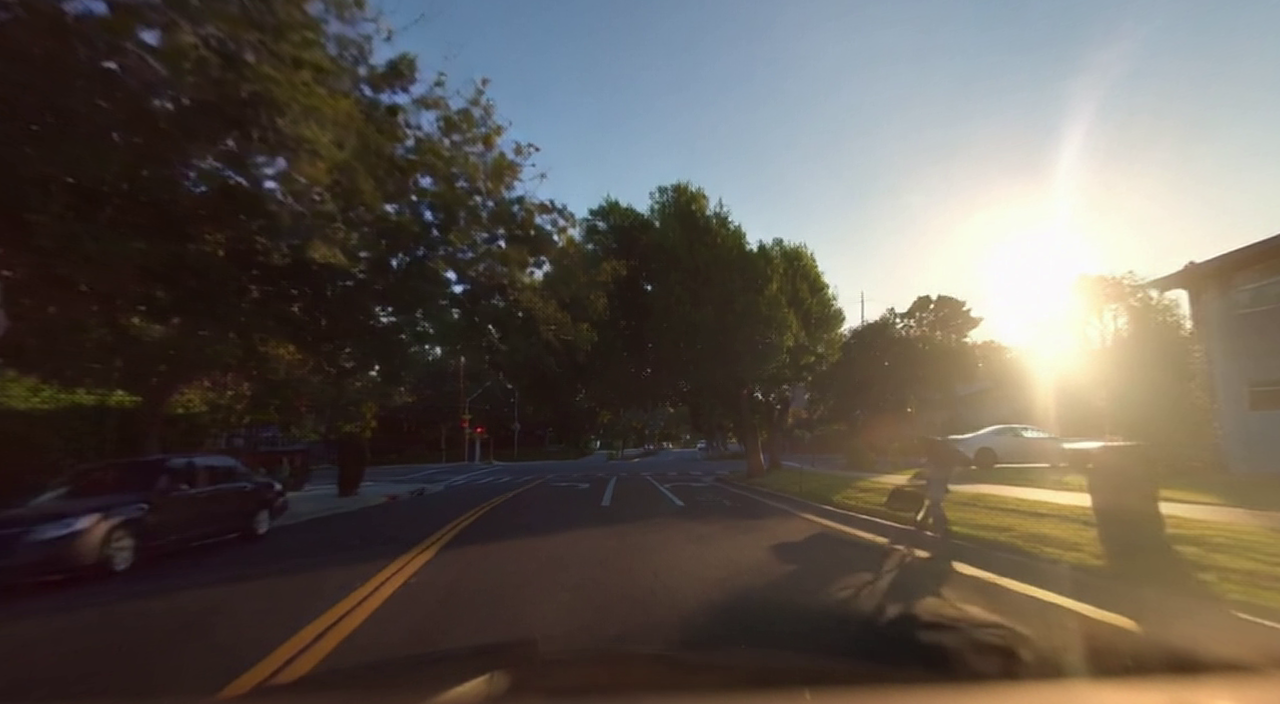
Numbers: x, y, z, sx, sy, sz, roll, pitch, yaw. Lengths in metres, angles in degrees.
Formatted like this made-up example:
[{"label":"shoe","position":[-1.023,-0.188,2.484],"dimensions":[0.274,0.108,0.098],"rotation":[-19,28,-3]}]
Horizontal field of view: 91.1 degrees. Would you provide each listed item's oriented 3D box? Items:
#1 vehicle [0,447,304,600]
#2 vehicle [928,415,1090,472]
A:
[{"label":"vehicle","position":[-6.763,2.162,8.776],"dimensions":[2.033,1.456,4.370],"rotation":[-4,-8,-5]},{"label":"vehicle","position":[13.412,3.379,23.081],"dimensions":[4.562,1.850,2.130],"rotation":[1,-9,0]}]
